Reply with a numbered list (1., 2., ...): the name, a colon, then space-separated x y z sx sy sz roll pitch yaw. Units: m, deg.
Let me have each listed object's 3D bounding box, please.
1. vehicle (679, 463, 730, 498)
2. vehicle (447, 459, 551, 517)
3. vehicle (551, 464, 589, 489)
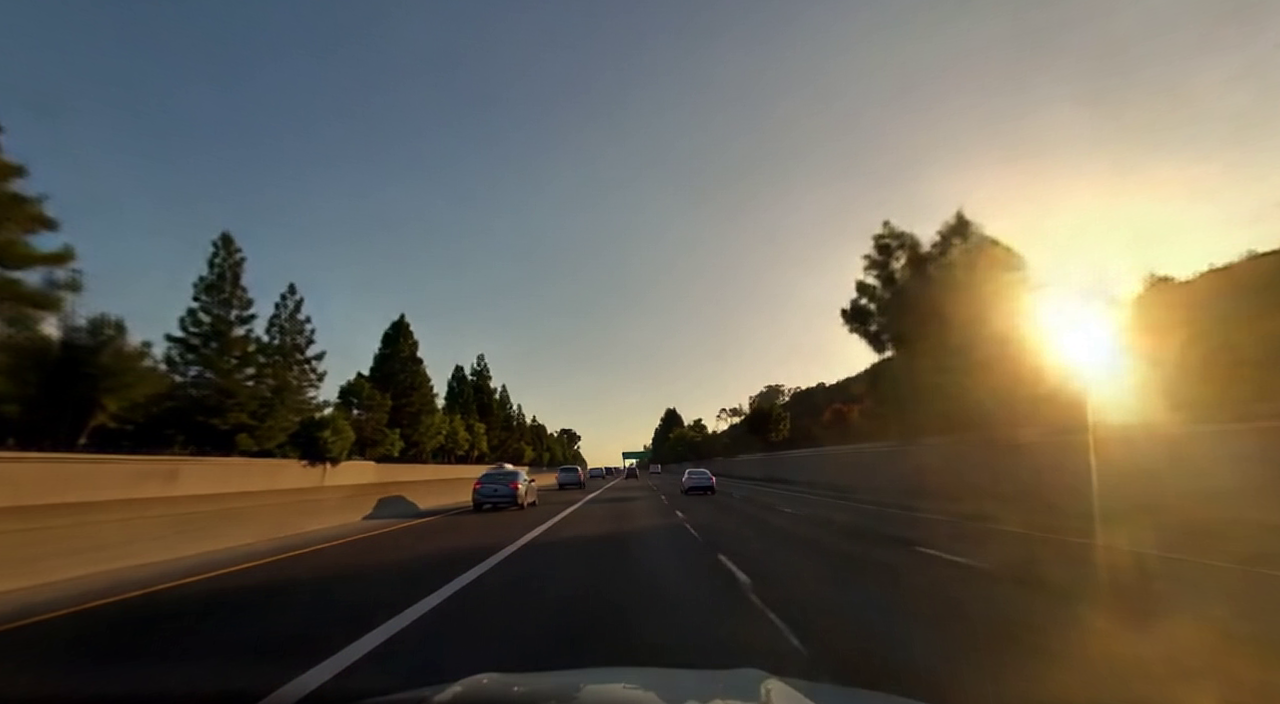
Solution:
1. vehicle: 3.085 6.255 30.855 1.981 1.516 4.109 1 -10 -1
2. vehicle: -4.059 4.037 19.040 2.004 1.468 4.812 1 -11 0
3. vehicle: -4.487 8.066 40.990 2.000 1.484 3.995 1 -11 0
